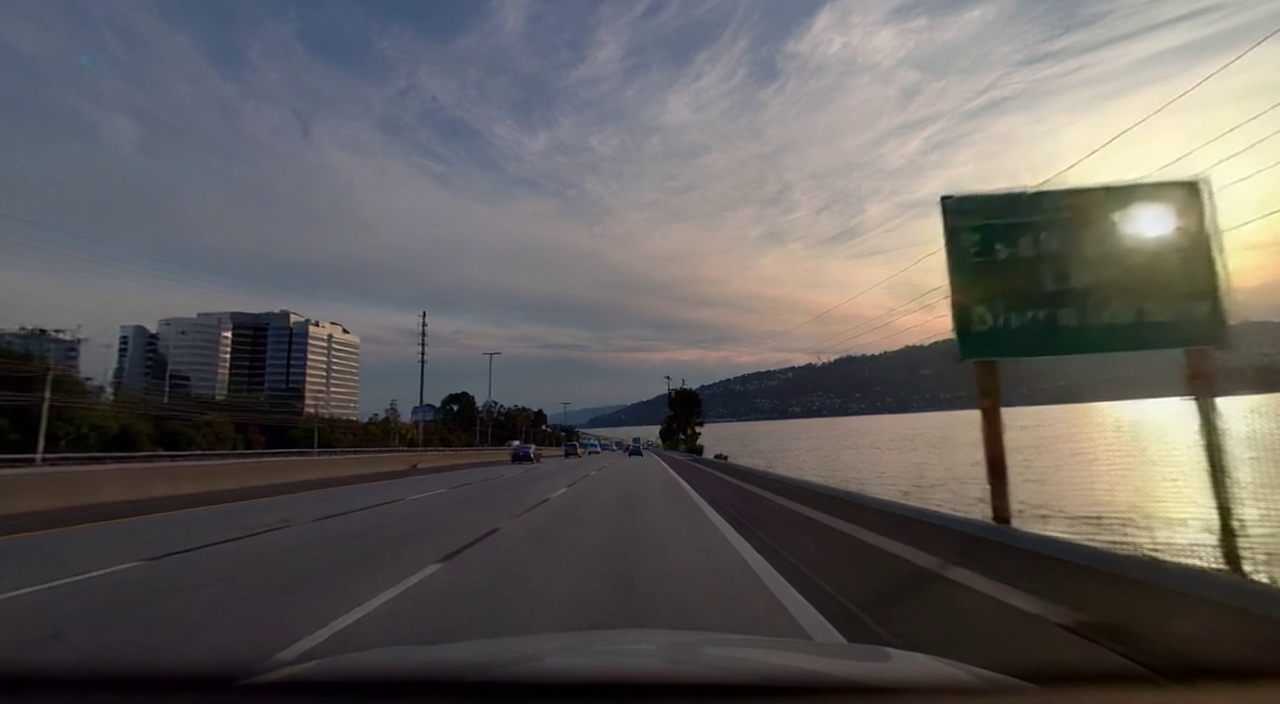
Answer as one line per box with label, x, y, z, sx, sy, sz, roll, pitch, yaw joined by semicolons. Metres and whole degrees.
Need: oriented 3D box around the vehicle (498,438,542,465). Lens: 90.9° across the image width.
vehicle;-7.348;6.118;38.978;1.946;1.590;4.042;0;-8;0
